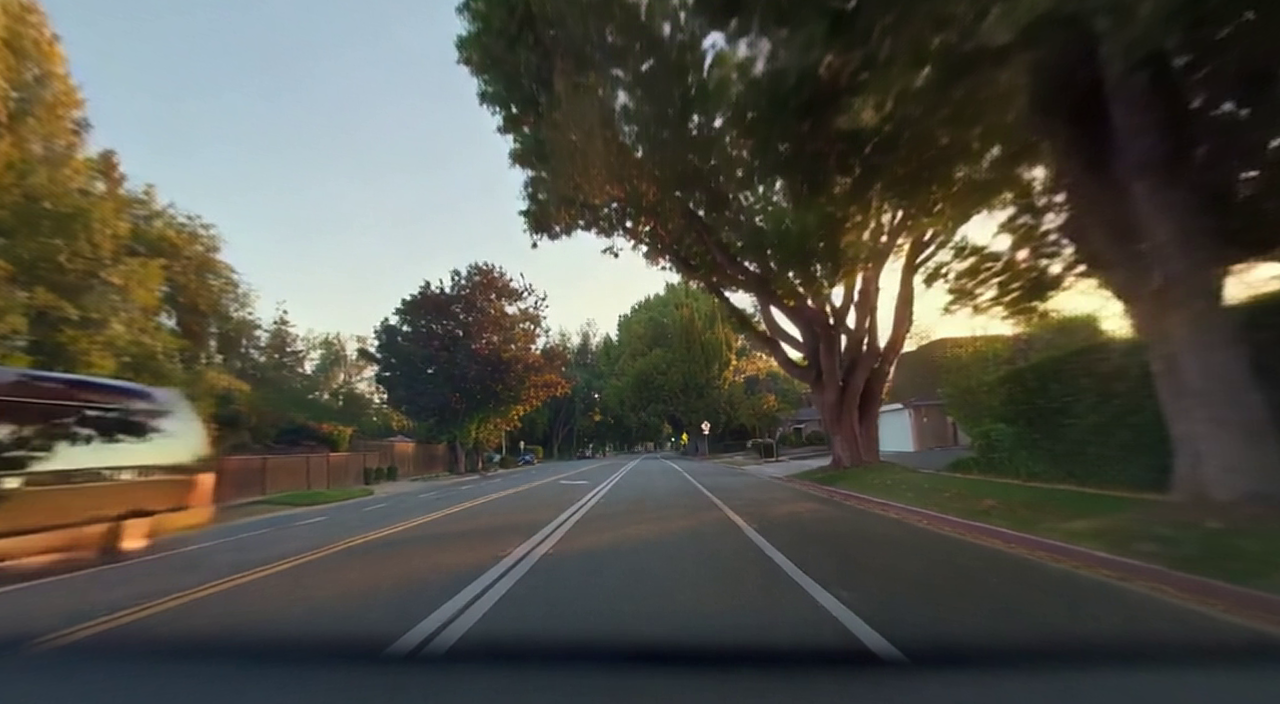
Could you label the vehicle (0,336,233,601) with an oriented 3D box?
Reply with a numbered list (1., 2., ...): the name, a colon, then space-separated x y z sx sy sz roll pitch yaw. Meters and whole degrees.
1. vehicle: -9.052 1.378 7.451 2.757 3.141 8.316 0 -8 1
